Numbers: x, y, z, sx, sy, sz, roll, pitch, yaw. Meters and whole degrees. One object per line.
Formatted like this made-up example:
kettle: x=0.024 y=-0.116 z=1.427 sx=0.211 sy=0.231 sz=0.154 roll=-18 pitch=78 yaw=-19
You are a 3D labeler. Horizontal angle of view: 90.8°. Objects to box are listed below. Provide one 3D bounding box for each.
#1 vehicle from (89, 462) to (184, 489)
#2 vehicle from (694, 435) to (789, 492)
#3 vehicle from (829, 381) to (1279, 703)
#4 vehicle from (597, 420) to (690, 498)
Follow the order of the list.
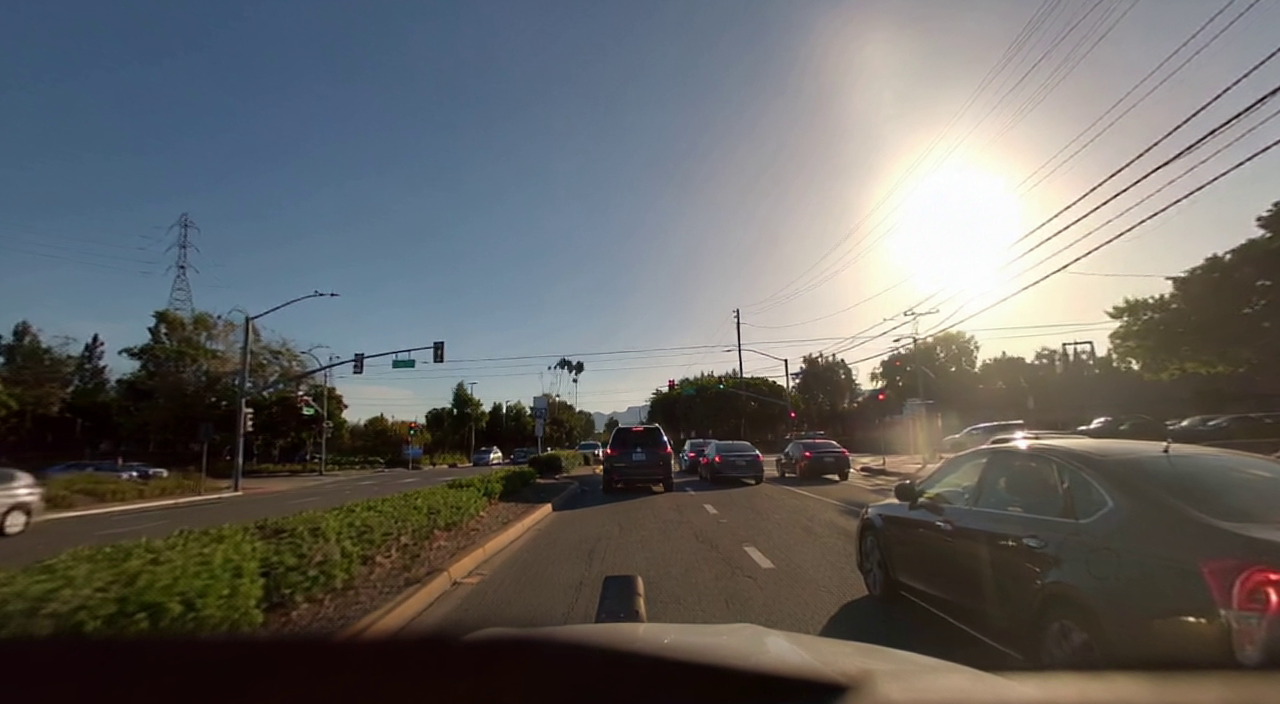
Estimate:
vehicle: x=-33.212 y=8.151 z=41.777 sx=4.550 sy=1.601 sz=1.766 roll=1 pitch=-9 yaw=-5
vehicle: x=2.861 y=3.273 z=18.844 sx=2.025 sy=1.477 sz=4.333 roll=0 pitch=-9 yaw=-2
vehicle: x=2.770 y=1.088 z=3.578 sx=2.004 sy=1.460 sz=4.297 roll=0 pitch=-9 yaw=-1
vehicle: x=0.078 y=2.939 z=17.703 sx=2.236 sy=1.856 sz=4.816 roll=0 pitch=-9 yaw=0
